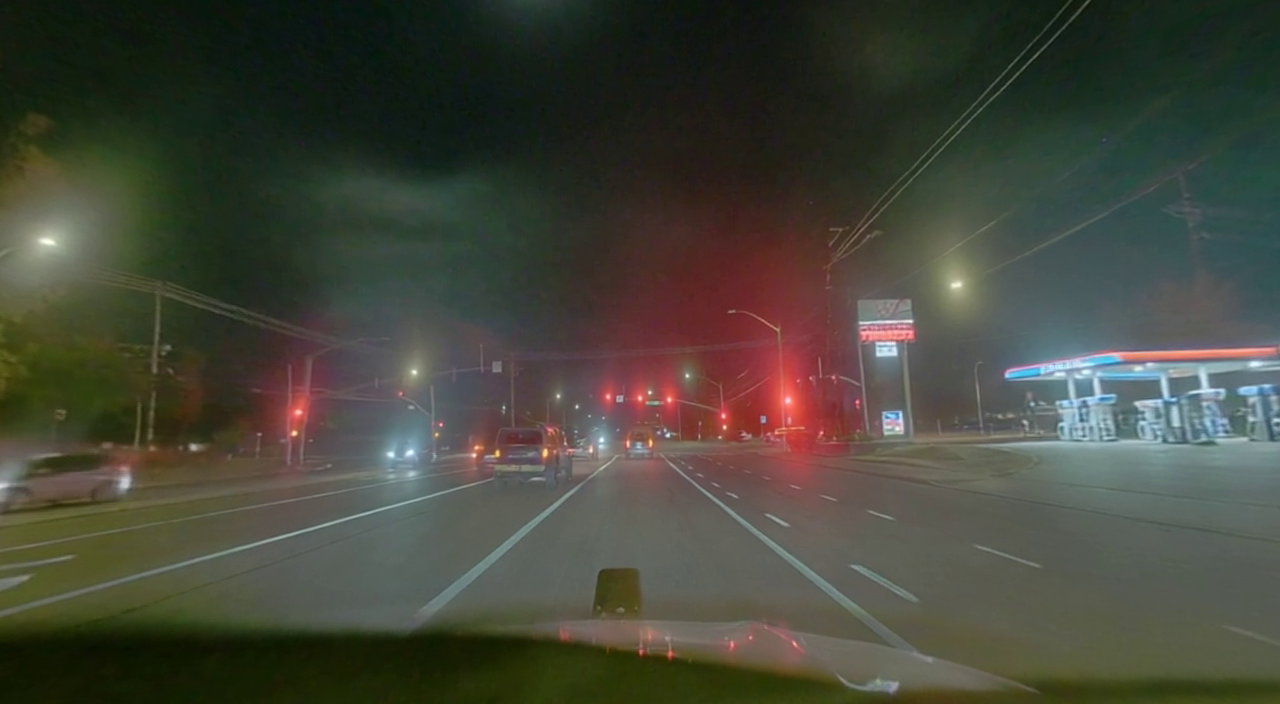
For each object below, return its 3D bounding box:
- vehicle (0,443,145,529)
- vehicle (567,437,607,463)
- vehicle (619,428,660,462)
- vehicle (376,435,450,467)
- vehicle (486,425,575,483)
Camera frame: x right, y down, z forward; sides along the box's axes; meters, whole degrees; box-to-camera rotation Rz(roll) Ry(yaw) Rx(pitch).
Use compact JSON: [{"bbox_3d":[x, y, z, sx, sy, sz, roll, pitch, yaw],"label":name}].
[{"bbox_3d":[-13.527,2.811,13.572,1.981,1.671,4.598,0,-9,1],"label":"vehicle"},{"bbox_3d":[-3.102,5.880,37.959,1.881,1.424,4.098,0,-9,2],"label":"vehicle"},{"bbox_3d":[0.036,5.442,36.907,2.224,1.819,5.005,0,-8,1],"label":"vehicle"},{"bbox_3d":[-14.004,6.157,39.458,2.238,1.872,5.625,-1,-9,4],"label":"vehicle"},{"bbox_3d":[-3.478,3.359,20.994,2.096,1.718,4.266,0,-9,1],"label":"vehicle"}]
